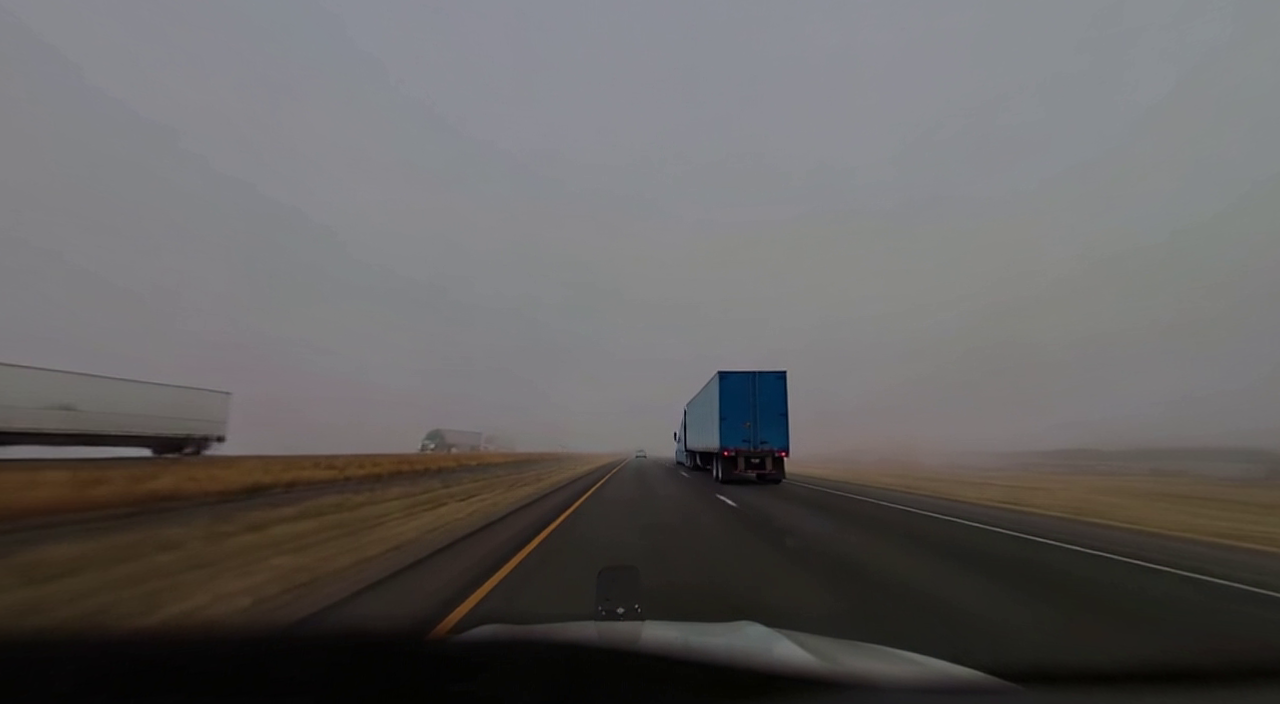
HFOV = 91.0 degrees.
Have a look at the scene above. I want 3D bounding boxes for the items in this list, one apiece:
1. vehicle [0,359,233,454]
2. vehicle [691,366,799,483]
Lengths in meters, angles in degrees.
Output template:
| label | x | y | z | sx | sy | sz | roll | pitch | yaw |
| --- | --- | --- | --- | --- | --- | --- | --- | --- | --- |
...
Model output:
| label | x | y | z | sx | sy | sz | roll | pitch | yaw |
| --- | --- | --- | --- | --- | --- | --- | --- | --- | --- |
| vehicle | -29.321 | 3.501 | 34.676 | 2.885 | 4.071 | 16.500 | 0 | -9 | 0 |
| vehicle | 4.285 | 3.568 | 29.065 | 2.818 | 4.206 | 12.987 | 0 | -9 | 0 |
